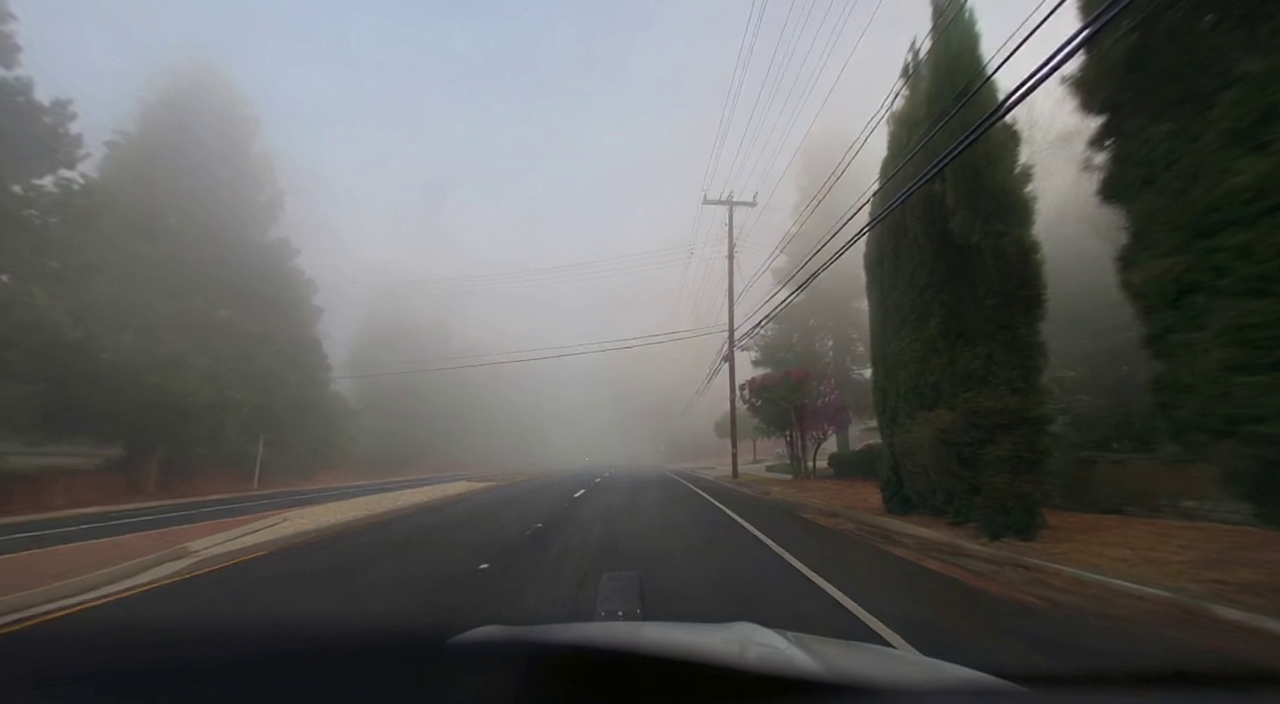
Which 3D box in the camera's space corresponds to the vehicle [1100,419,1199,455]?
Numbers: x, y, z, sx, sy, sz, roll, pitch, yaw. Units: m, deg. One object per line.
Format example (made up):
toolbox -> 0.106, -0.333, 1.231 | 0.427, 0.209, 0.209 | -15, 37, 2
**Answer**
vehicle -> 29.455, 5.026, 36.750 | 1.877, 1.757, 4.937 | 2, -11, 4
